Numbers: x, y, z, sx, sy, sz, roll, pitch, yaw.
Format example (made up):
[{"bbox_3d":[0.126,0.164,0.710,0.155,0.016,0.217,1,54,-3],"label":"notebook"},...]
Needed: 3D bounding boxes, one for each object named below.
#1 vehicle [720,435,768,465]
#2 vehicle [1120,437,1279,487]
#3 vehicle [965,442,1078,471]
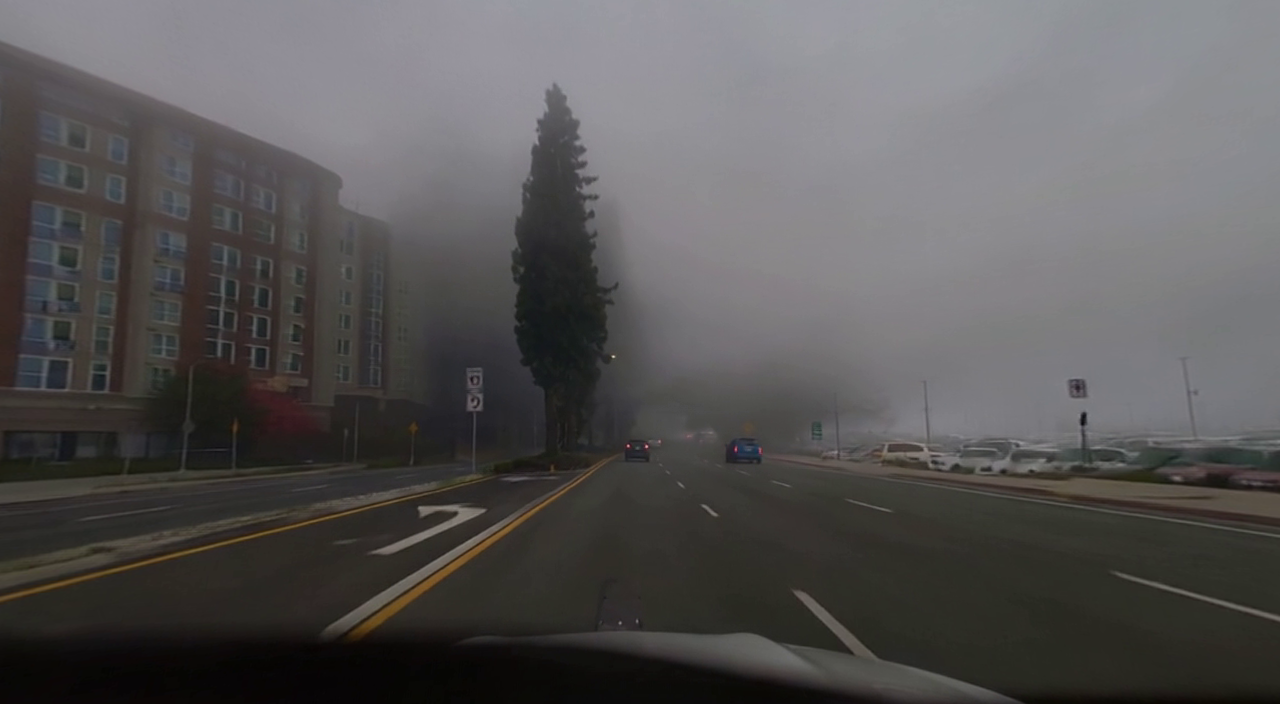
[{"bbox_3d":[6.633,6.300,40.697,2.136,1.799,4.796,0,-9,-2],"label":"vehicle"},{"bbox_3d":[19.144,3.625,20.898,4.644,1.552,1.980,0,-9,4],"label":"vehicle"},{"bbox_3d":[19.863,5.438,32.896,4.653,1.438,1.939,0,-9,-2],"label":"vehicle"}]
